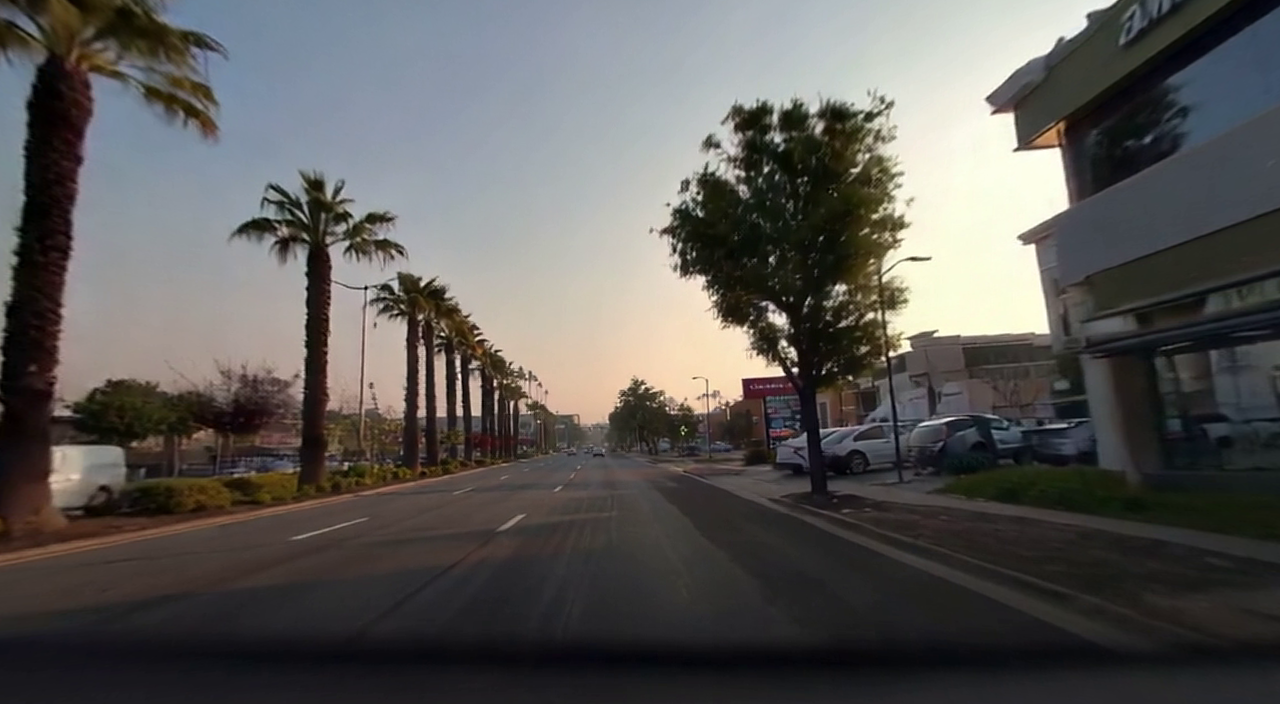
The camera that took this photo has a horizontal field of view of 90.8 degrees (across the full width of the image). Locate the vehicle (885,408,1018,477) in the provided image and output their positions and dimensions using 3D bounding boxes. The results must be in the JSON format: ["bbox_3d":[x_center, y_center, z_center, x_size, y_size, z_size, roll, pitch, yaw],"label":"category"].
[{"bbox_3d":[11.475,3.333,23.068,2.514,2.172,5.798,-9,-12,43],"label":"vehicle"}]

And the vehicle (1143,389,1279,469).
[{"bbox_3d":[22.090,2.886,23.056,2.434,2.604,5.700,0,-9,-3],"label":"vehicle"}]

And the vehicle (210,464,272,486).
[{"bbox_3d":[-28.927,8.913,45.946,1.909,1.436,4.443,0,-9,-5],"label":"vehicle"}]

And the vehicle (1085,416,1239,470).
[{"bbox_3d":[18.915,3.373,23.225,1.922,1.770,4.425,-1,-9,2],"label":"vehicle"}]

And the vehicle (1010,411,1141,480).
[{"bbox_3d":[15.745,3.345,23.368,2.525,2.043,6.684,-7,-8,23],"label":"vehicle"}]

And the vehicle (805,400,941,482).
[{"bbox_3d":[9.324,3.537,24.996,5.942,2.851,2.531,8,-12,-43],"label":"vehicle"}]

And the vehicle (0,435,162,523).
[{"bbox_3d":[-16.394,3.346,17.107,2.379,2.034,5.893,0,-9,-2],"label":"vehicle"}]
